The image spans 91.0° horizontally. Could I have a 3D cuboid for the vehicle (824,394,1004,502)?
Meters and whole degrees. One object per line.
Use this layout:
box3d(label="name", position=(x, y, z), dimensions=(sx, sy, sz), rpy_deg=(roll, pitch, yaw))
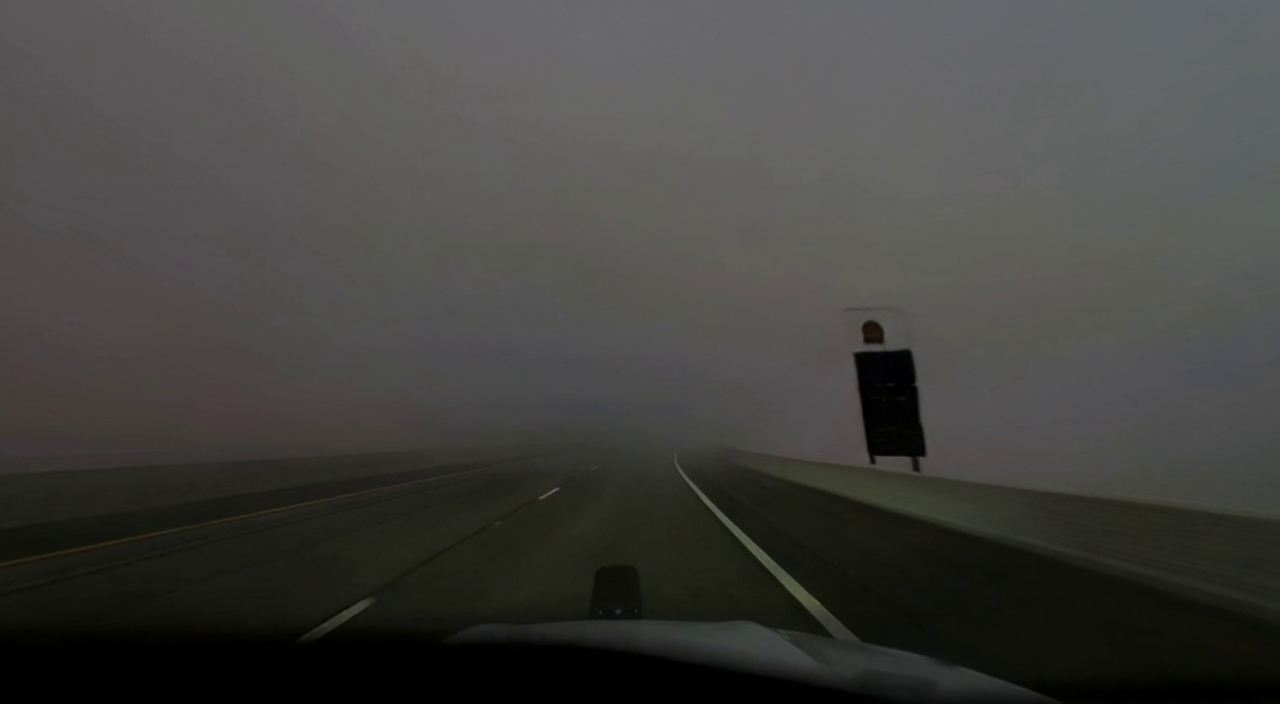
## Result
box3d(label="vehicle", position=(5.761, 2.089, 13.909), dimensions=(1.914, 2.013, 4.041), rpy_deg=(0, -8, -3))
